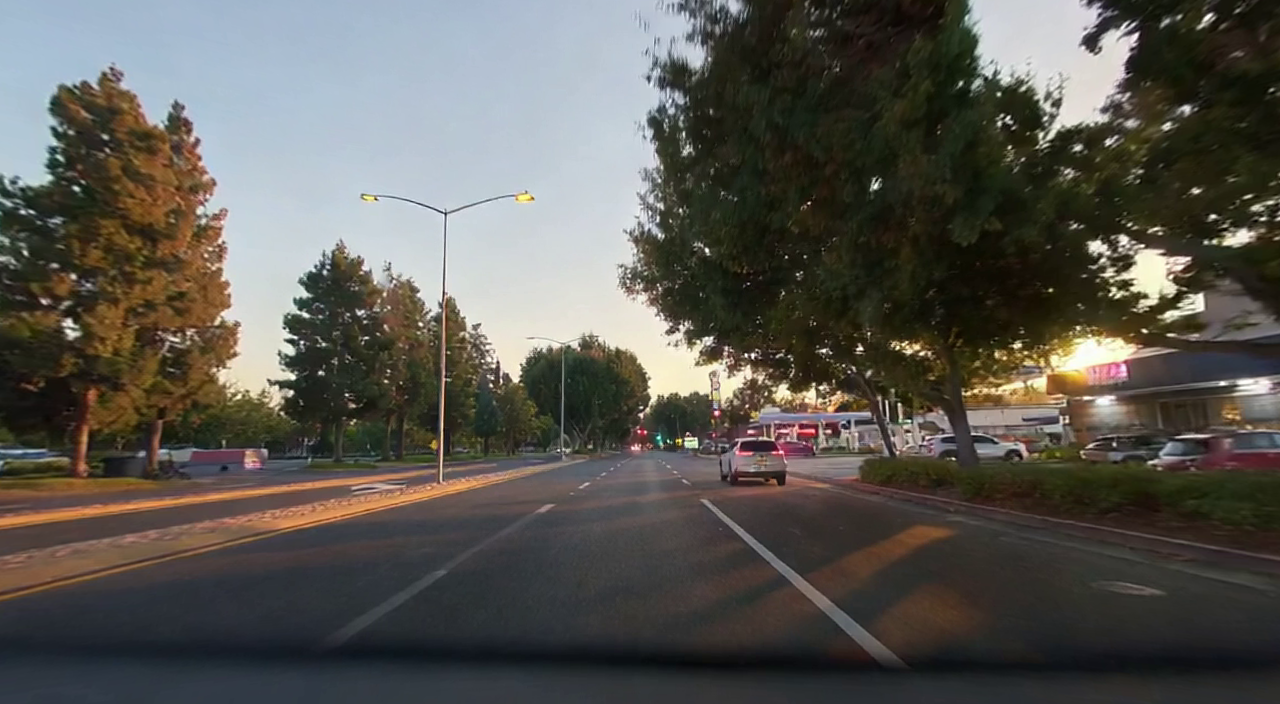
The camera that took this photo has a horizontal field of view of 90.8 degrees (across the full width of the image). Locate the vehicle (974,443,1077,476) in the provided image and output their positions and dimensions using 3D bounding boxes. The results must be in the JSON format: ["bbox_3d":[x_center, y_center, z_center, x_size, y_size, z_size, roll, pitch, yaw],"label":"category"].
[{"bbox_3d":[16.687,4.670,27.451,3.269,1.315,1.731,0,-10,-3],"label":"vehicle"}]

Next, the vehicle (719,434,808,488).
[{"bbox_3d":[4.632,4.167,24.614,2.245,1.864,5.076,0,-8,-2],"label":"vehicle"}]

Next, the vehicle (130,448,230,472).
[{"bbox_3d":[-32.961,7.739,45.392,5.406,1.627,2.177,0,-8,-1],"label":"vehicle"}]

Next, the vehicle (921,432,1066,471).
[{"bbox_3d":[16.729,4.751,30.154,5.536,1.705,2.122,-1,-9,1],"label":"vehicle"}]

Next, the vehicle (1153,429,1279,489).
[{"bbox_3d":[16.386,2.856,16.975,3.459,1.501,1.974,0,-8,-1],"label":"vehicle"}]
